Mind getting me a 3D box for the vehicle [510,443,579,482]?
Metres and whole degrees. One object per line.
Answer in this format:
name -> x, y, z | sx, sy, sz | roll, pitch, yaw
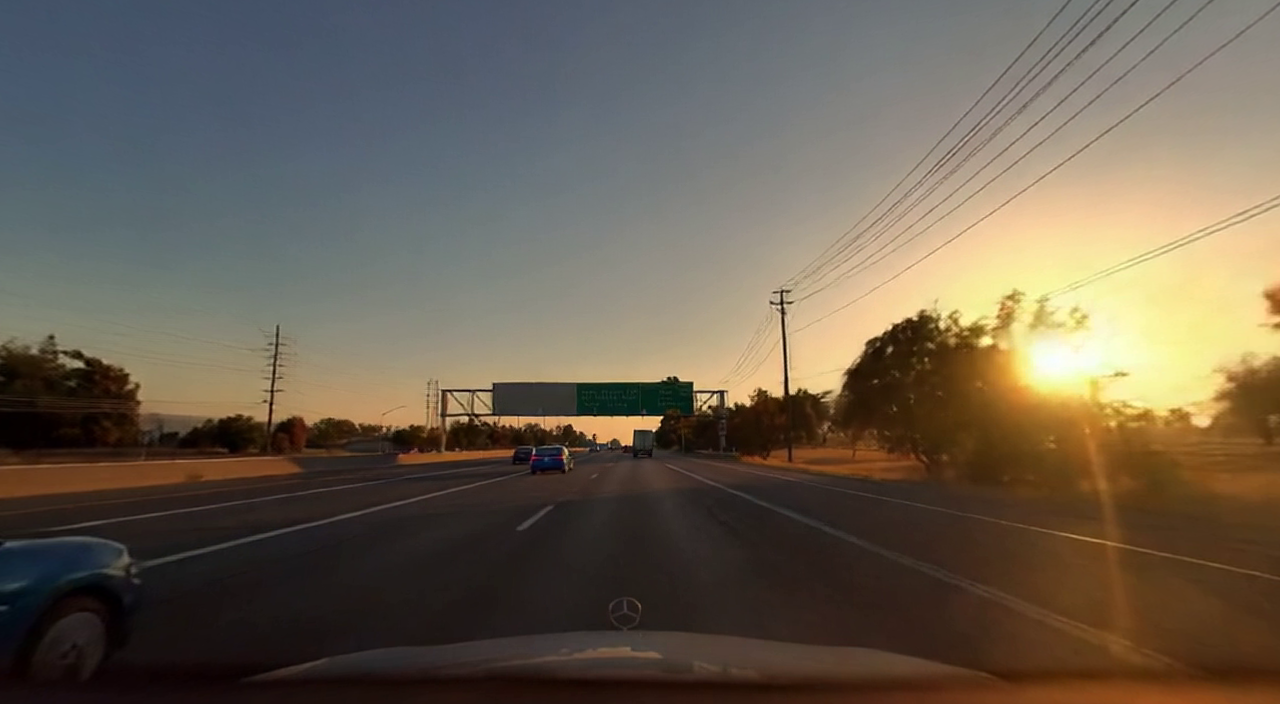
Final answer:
vehicle -> -3.882, 4.596, 26.459 | 2.104, 1.501, 4.459 | 0, -9, 1
